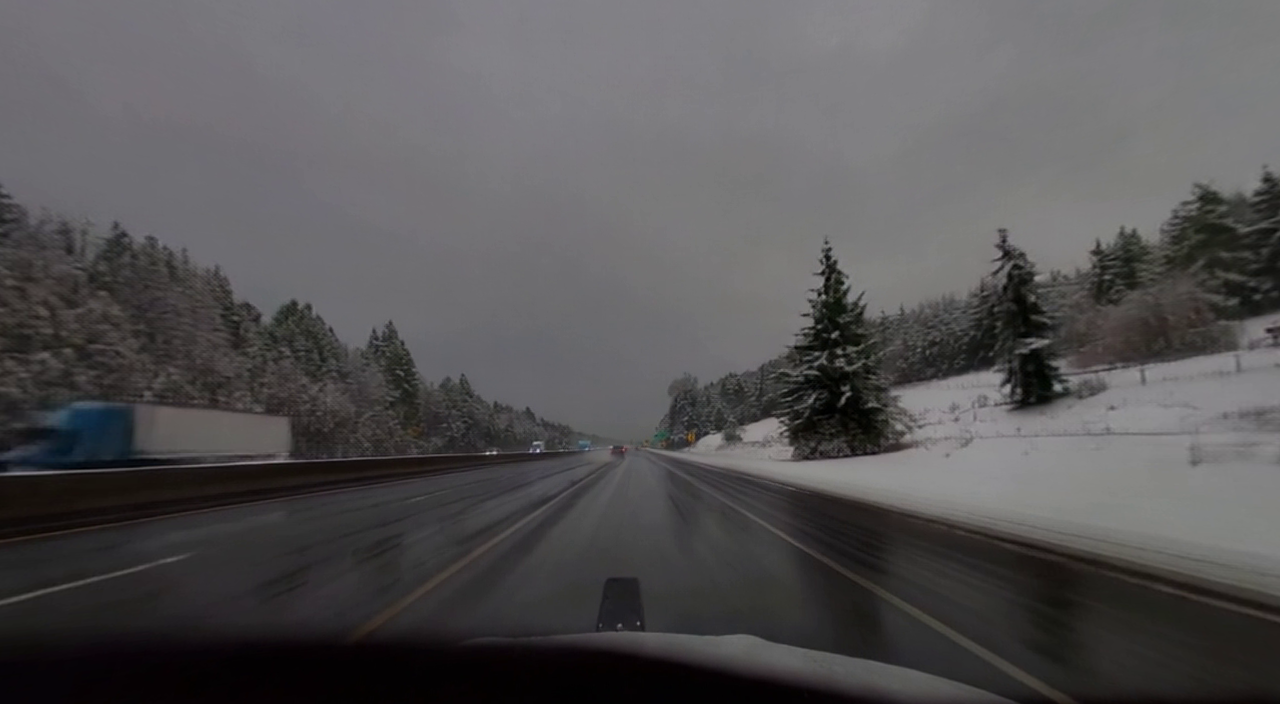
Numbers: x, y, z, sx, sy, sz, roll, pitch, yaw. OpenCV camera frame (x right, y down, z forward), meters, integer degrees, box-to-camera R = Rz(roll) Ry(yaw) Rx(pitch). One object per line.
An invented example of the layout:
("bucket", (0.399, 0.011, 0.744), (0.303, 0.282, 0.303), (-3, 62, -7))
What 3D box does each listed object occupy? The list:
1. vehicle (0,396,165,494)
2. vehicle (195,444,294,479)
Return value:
("vehicle", (-25.540, 4.195, 28.443), (2.916, 3.874, 6.628), (0, -9, -1))
("vehicle", (-20.798, 5.773, 33.500), (2.042, 1.674, 4.948), (0, -9, -1))
